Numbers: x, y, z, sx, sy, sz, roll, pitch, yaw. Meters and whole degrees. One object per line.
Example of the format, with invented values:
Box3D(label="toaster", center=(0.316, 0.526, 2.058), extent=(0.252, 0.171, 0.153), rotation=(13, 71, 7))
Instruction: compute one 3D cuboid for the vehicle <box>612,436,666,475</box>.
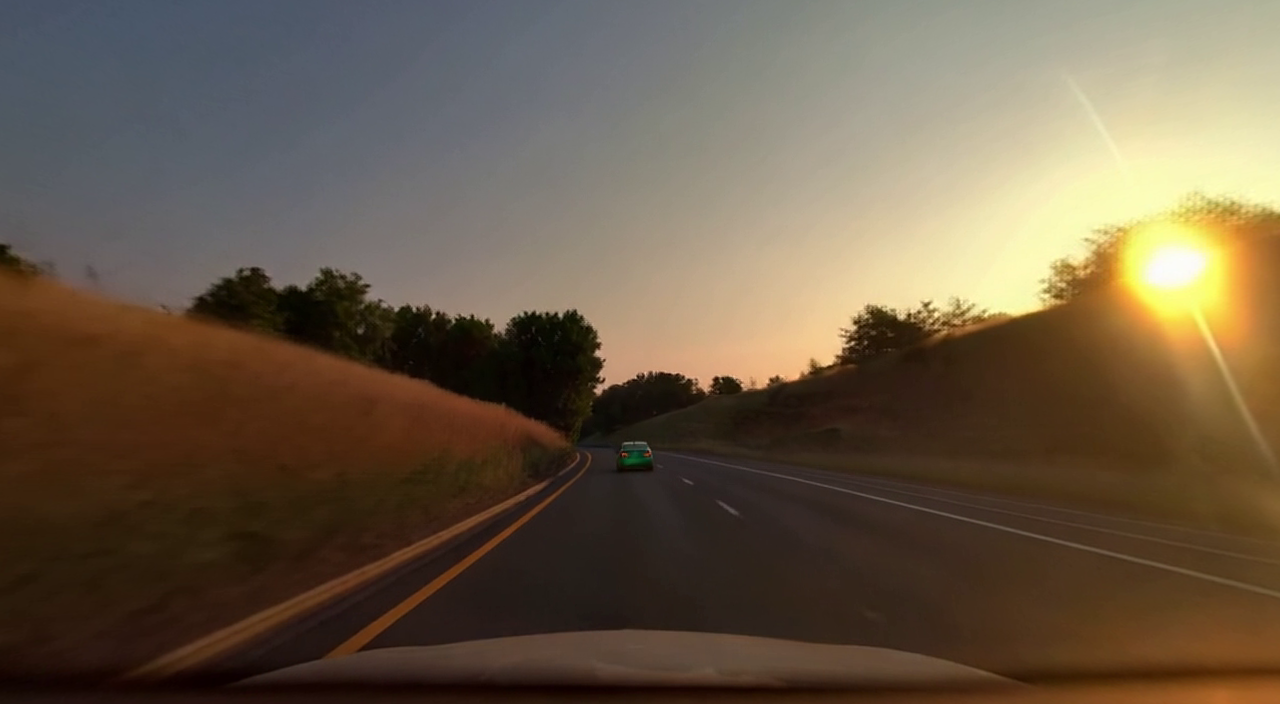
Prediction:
Box3D(label="vehicle", center=(-0.145, 4.263, 26.240), extent=(2.029, 1.474, 4.183), rotation=(0, -8, -3))
